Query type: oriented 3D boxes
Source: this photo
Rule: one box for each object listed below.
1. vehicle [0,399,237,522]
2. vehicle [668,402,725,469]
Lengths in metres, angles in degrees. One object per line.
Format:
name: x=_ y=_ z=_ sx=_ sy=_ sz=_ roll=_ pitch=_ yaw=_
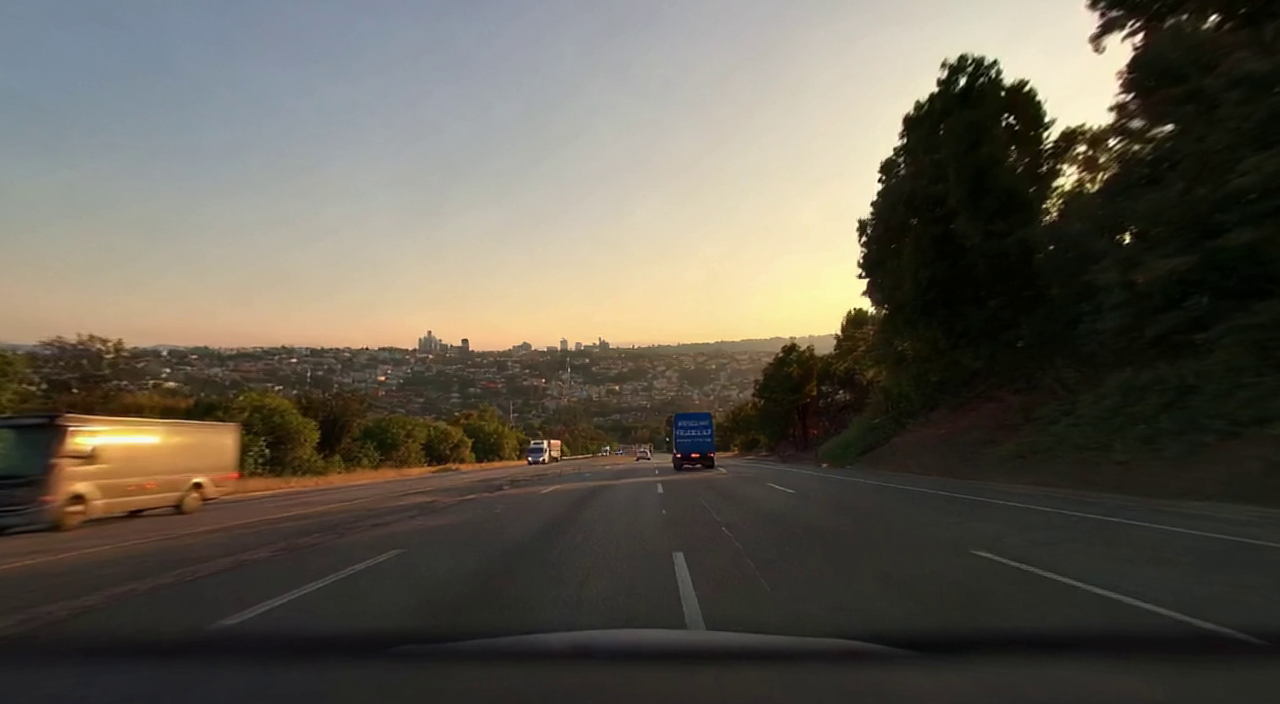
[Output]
vehicle: x=-17.244 y=3.390 z=19.957 sx=2.865 sy=3.040 sz=8.800 roll=-1 pitch=-9 yaw=2
vehicle: x=3.859 y=6.246 z=46.466 sx=3.341 sy=4.269 sz=12.252 roll=0 pitch=-9 yaw=1
